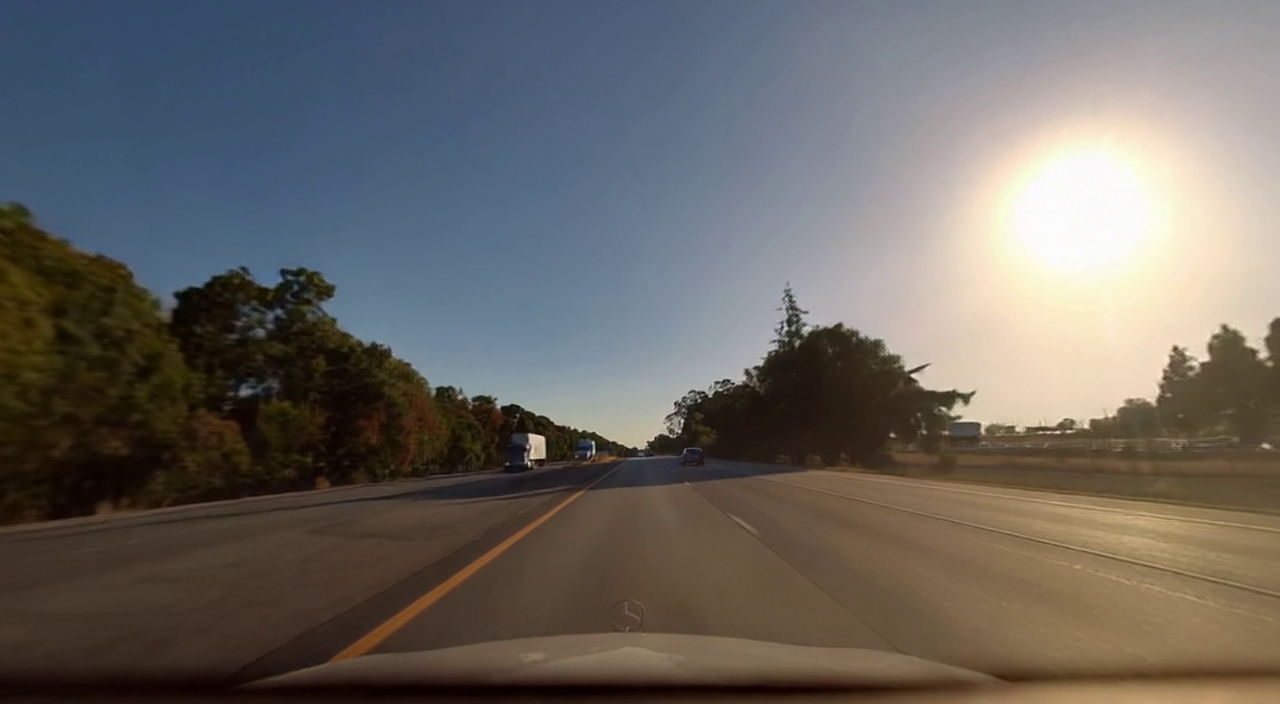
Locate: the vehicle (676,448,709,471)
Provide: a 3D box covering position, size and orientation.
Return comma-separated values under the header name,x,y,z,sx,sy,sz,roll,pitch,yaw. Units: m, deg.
name,x,y,z,sx,sy,sz,roll,pitch,yaw
vehicle,3.729,7.713,45.414,2.013,1.584,3.995,0,-9,-1
